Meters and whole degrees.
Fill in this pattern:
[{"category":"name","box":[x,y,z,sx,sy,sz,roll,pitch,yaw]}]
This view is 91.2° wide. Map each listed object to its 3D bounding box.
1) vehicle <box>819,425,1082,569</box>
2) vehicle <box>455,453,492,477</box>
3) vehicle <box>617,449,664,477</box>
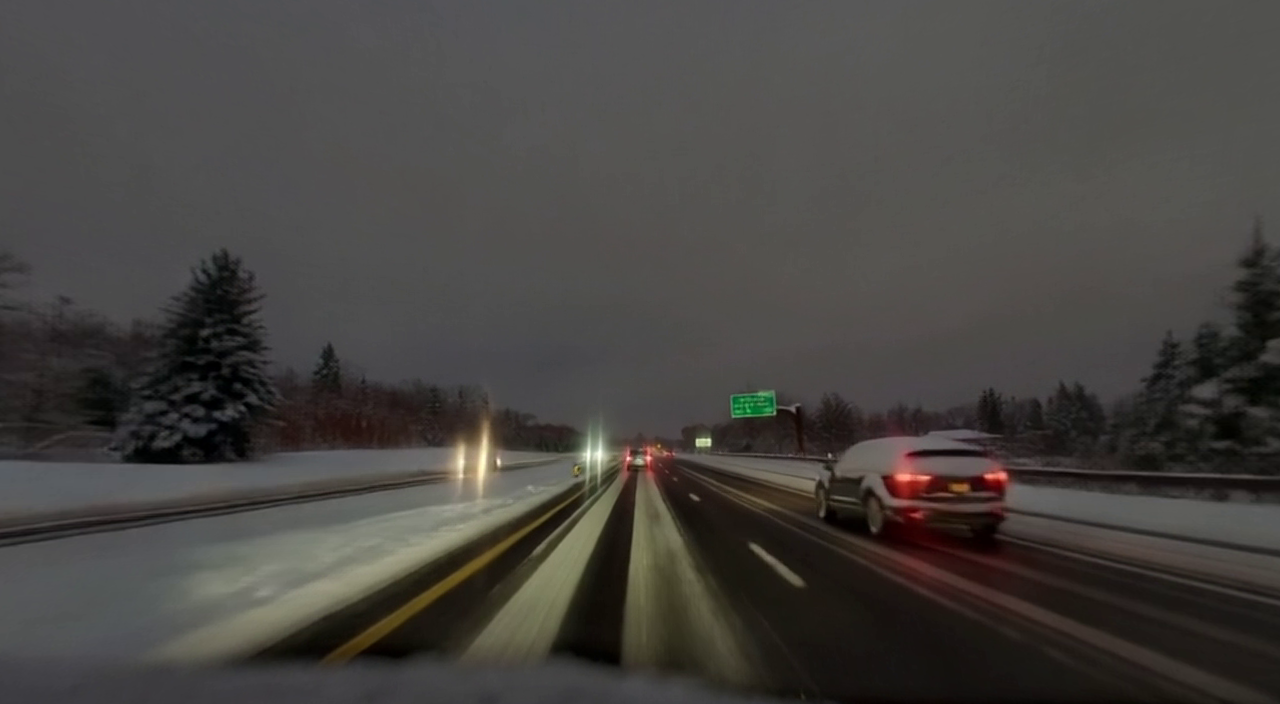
[{"category":"vehicle","box":[4.078,1.959,9.134,1.969,1.595,3.964,-1,-9,4]},{"category":"vehicle","box":[-12.549,8.521,47.514,1.992,1.638,4.416,0,-9,-6]},{"category":"vehicle","box":[0.073,6.843,38.870,2.084,1.594,4.219,-2,-9,12]}]
